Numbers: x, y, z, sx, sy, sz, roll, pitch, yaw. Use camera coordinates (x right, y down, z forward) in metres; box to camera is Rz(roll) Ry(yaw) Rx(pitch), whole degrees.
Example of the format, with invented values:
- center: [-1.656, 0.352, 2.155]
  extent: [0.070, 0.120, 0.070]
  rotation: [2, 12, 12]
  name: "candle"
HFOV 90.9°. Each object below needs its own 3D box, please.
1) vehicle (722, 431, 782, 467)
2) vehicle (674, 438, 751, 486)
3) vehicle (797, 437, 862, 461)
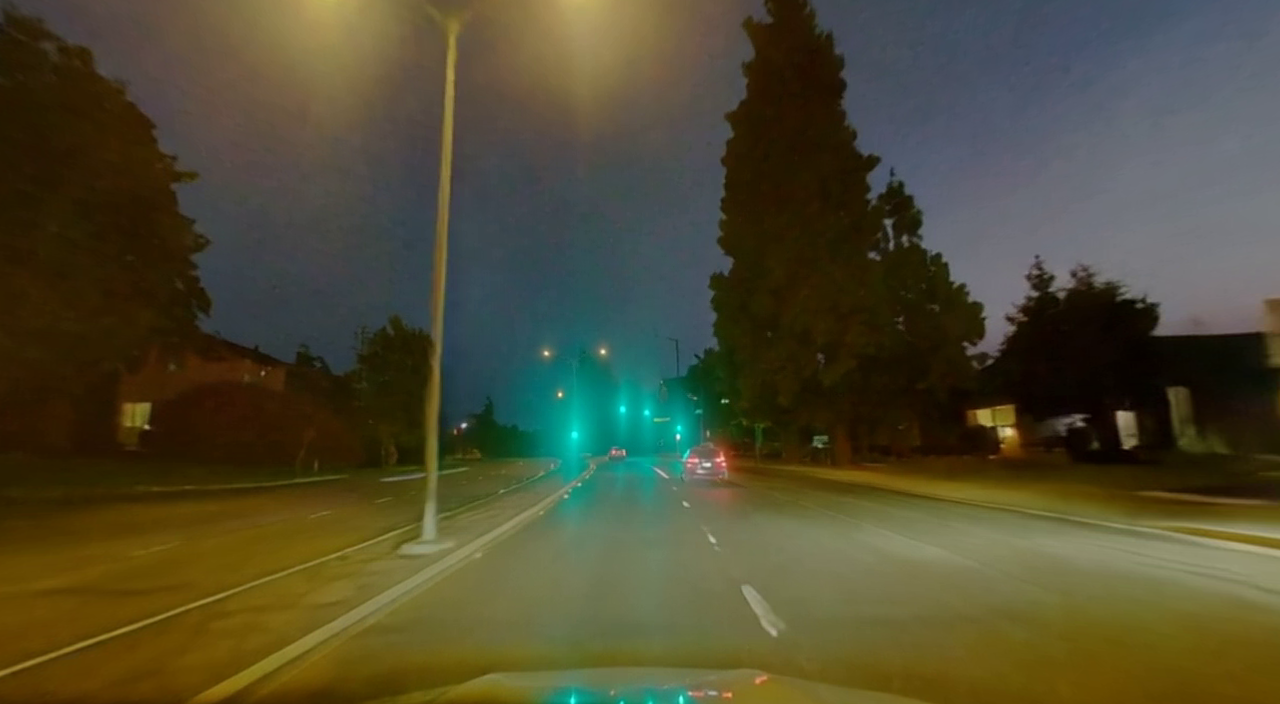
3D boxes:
- center: [6.220, 5.464, 35.622]
  extent: [2.065, 1.861, 4.704]
  rotation: [1, -9, -6]
  name: "vehicle"
- center: [2.370, 3.716, 21.595]
  extent: [1.960, 1.479, 4.086]
  rotation: [0, -9, -3]
  name: "vehicle"
- center: [12.083, 6.227, 40.460]
  extent: [3.635, 1.482, 1.879]
  rotation: [-1, -9, 5]
  name: "vehicle"
